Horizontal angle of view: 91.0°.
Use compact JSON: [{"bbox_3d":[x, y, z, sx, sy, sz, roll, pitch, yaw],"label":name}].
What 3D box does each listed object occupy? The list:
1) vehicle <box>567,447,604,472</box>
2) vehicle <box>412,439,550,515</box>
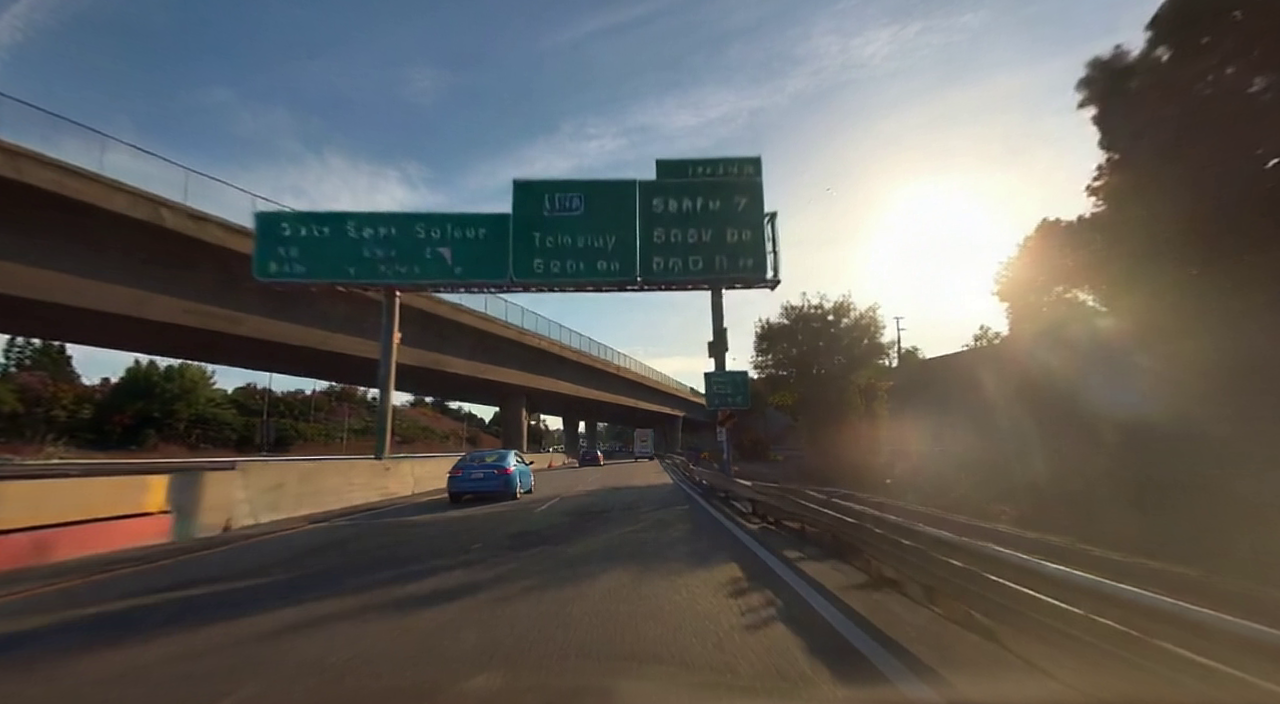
[{"bbox_3d":[-3.366,6.749,39.726,1.965,1.459,4.145,0,-9,0],"label":"vehicle"},{"bbox_3d":[-3.556,2.888,15.118,2.012,1.510,4.672,0,-9,1],"label":"vehicle"}]
